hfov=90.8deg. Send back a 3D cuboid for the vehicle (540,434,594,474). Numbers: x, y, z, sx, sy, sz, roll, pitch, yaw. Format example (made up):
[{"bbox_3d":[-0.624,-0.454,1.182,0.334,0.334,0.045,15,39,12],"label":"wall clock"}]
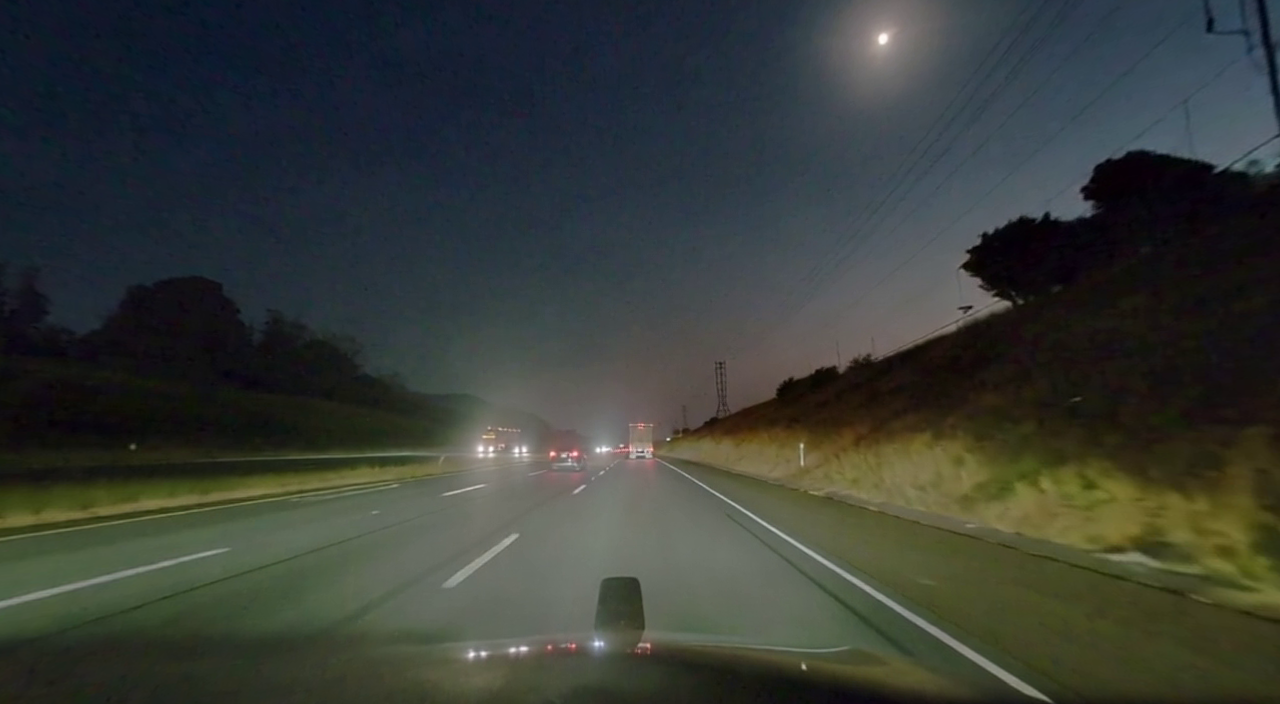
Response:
[{"bbox_3d":[-3.773,5.388,33.389,2.207,1.949,4.911,0,-9,1],"label":"vehicle"}]
